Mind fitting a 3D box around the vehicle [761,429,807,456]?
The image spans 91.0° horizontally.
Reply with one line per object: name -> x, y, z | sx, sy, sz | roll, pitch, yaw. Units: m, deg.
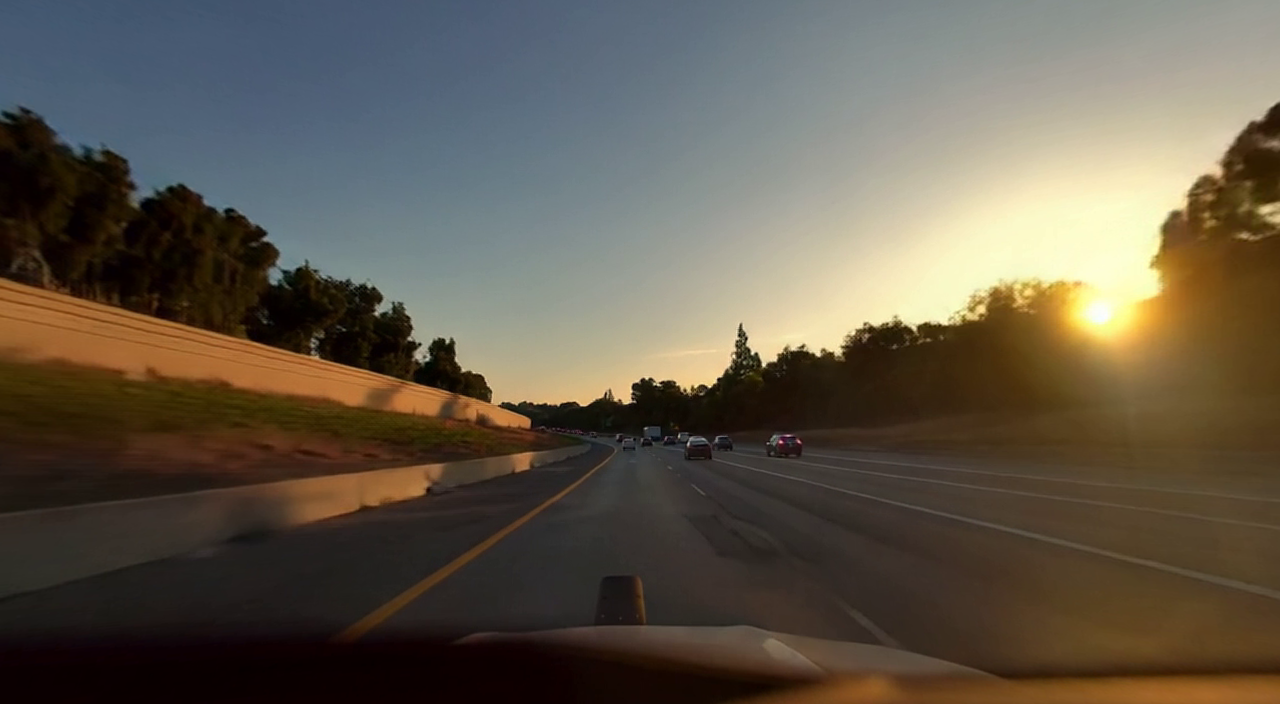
vehicle -> 10.009, 6.365, 44.101 | 2.077, 1.763, 4.472 | 0, -8, -2
